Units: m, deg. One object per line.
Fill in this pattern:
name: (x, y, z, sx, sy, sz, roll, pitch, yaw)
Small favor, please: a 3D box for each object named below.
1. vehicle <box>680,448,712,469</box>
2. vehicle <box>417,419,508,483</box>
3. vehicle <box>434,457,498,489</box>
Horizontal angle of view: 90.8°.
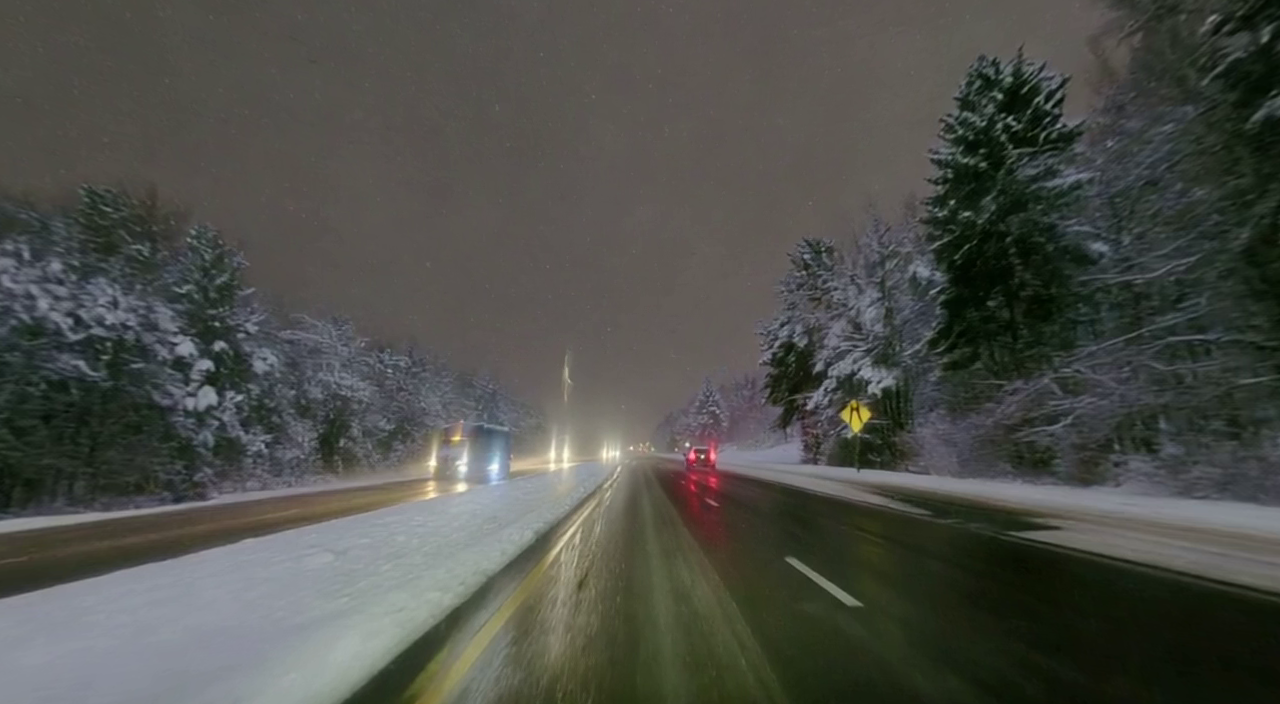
vehicle: (4.299, 8.258, 49.052, 2.013, 1.584, 3.995, 0, -9, -1)
vehicle: (-13.196, 7.641, 48.740, 2.895, 4.132, 14.189, 0, -9, 0)
vehicle: (-8.946, 6.234, 32.829, 1.962, 1.485, 4.627, 0, -9, 0)
